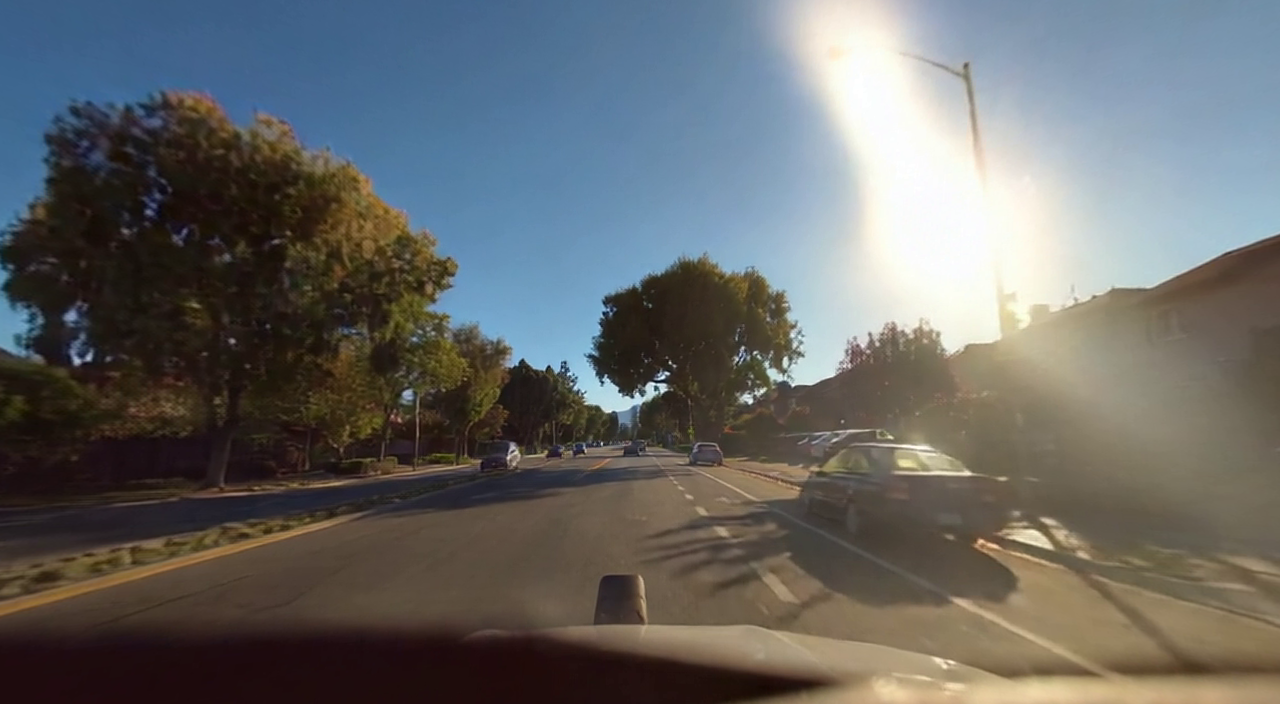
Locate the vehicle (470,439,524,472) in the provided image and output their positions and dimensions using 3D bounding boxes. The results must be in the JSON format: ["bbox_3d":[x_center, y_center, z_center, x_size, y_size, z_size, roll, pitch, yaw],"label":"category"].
[{"bbox_3d":[-8.635,6.244,38.479,2.146,1.869,4.654,0,-8,1],"label":"vehicle"}]

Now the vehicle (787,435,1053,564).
[{"bbox_3d":[3.853,2.082,9.804,1.991,1.500,4.562,0,-8,0],"label":"vehicle"}]

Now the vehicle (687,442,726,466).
[{"bbox_3d":[4.240,6.596,41.177,2.011,1.458,4.633,0,-8,-1],"label":"vehicle"}]
